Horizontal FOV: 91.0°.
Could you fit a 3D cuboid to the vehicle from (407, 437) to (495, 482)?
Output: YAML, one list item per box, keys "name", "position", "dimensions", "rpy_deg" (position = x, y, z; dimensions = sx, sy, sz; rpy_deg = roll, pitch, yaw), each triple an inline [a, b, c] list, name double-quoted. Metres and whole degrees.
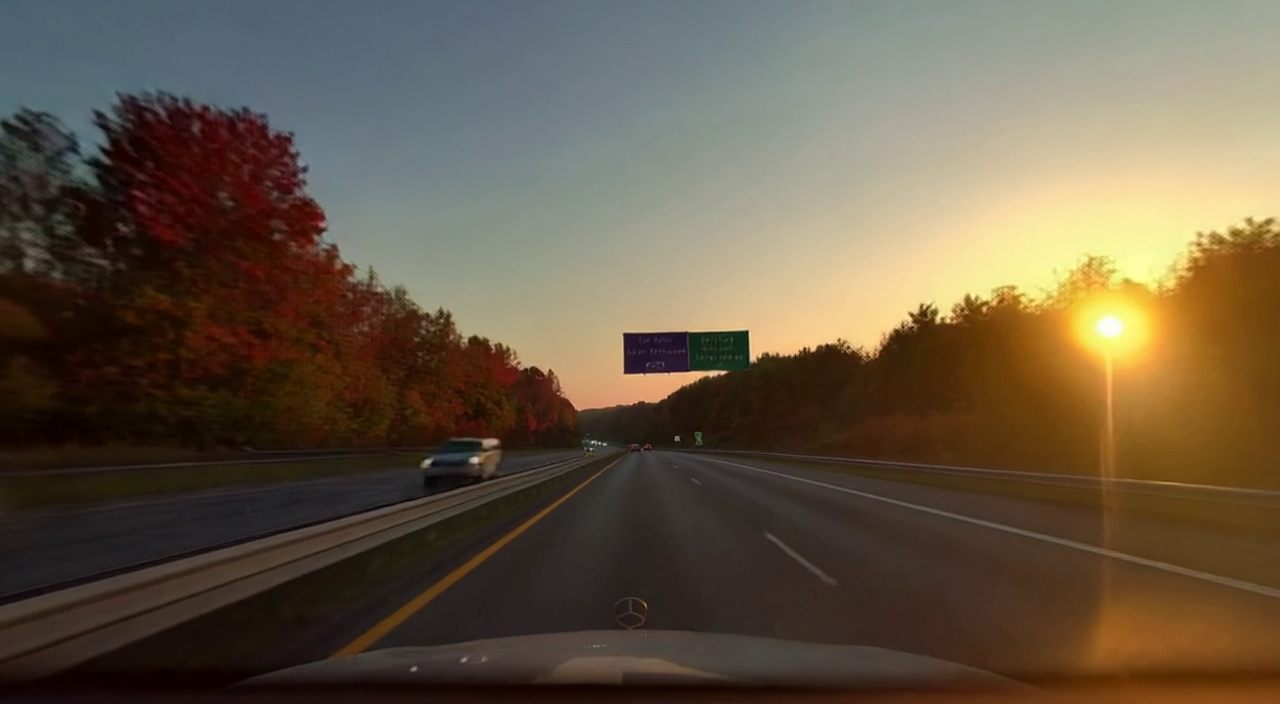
- name: "vehicle"
  position: [-7.543, 4.321, 25.645]
  dimensions: [2.106, 1.610, 4.411]
  rpy_deg: [0, -8, 1]
